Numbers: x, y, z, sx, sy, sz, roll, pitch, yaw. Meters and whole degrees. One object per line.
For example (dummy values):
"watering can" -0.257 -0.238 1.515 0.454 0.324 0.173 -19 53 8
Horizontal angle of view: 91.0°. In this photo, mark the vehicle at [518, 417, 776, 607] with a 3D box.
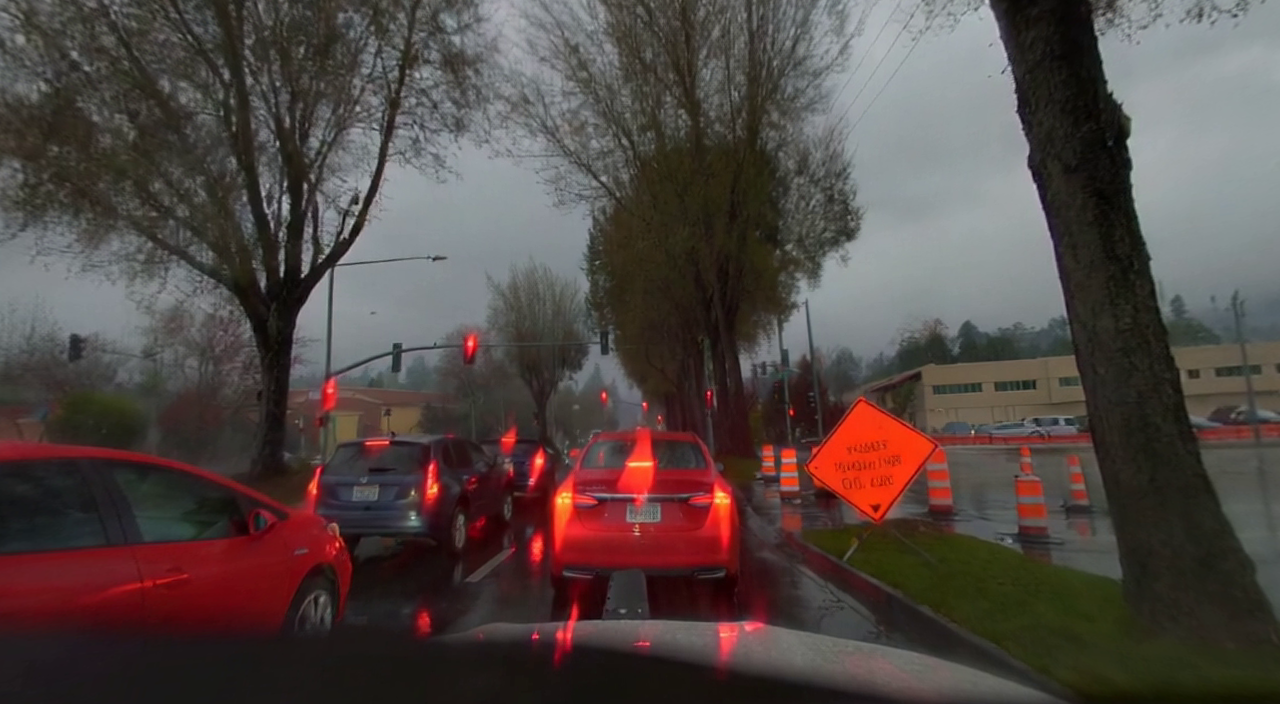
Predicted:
"vehicle" 0.102 1.625 7.213 2.167 1.560 3.676 0 -9 1

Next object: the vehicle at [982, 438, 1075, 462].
"vehicle" 25.229 6.380 41.004 4.807 1.504 1.837 0 -9 2

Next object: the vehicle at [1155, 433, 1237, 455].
"vehicle" 44.087 7.288 49.947 4.672 1.676 1.867 0 -9 0

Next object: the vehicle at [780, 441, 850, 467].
"vehicle" 11.289 6.609 40.811 4.051 1.583 1.794 0 -9 1

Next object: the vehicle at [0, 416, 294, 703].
"vehicle" -3.599 0.948 2.164 2.064 1.497 4.722 0 -9 1

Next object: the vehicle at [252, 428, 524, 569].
"vehicle" -3.275 2.001 9.446 1.989 1.541 4.626 0 -9 2
